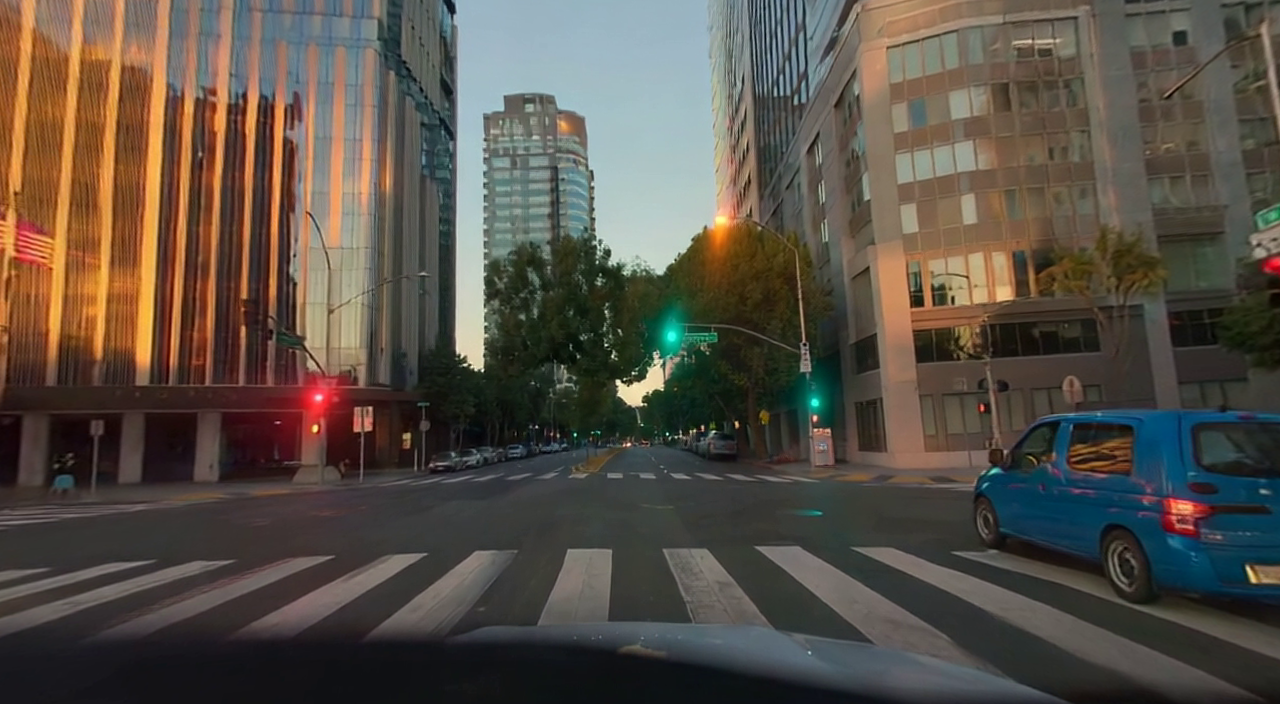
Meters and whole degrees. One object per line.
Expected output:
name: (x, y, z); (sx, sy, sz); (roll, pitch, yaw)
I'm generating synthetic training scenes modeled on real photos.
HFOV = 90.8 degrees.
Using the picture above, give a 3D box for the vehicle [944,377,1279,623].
vehicle: (5.620, 1.437, 7.129); (2.070, 1.804, 4.881); (-1, -8, 2)

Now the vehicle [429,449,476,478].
vehicle: (-12.396, 7.359, 42.011); (1.935, 1.639, 4.244); (-3, -8, -2)
